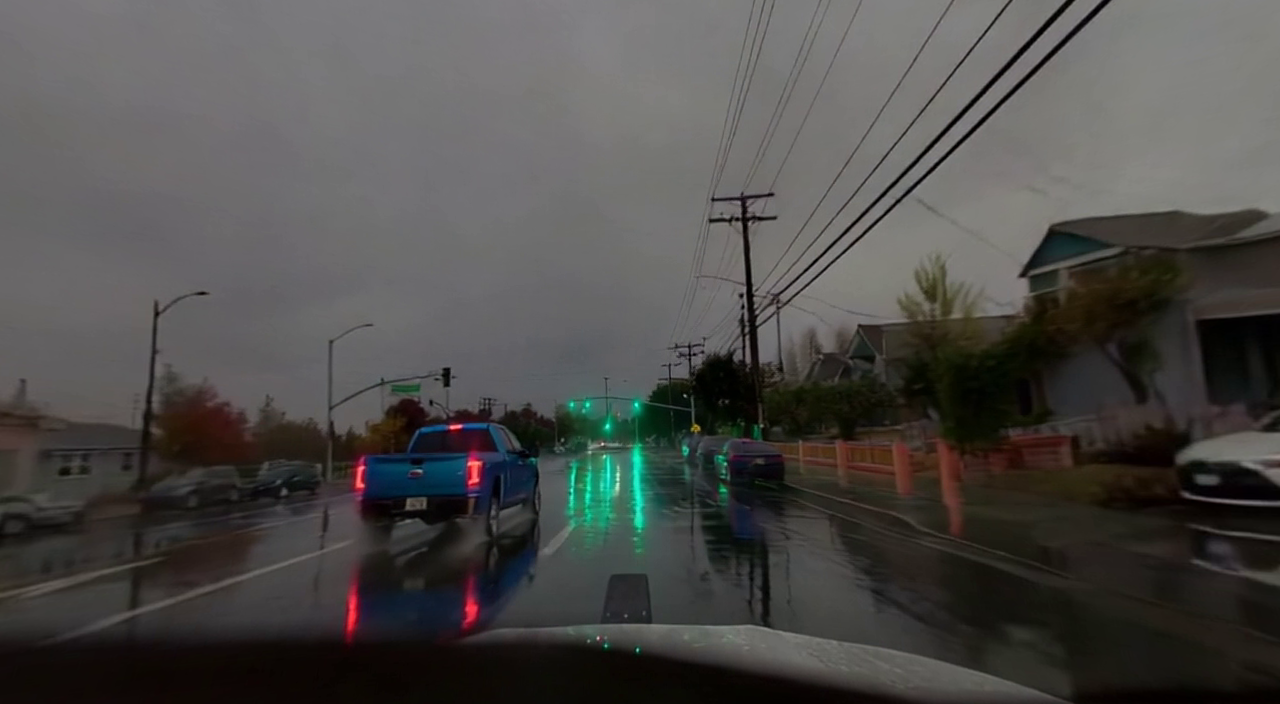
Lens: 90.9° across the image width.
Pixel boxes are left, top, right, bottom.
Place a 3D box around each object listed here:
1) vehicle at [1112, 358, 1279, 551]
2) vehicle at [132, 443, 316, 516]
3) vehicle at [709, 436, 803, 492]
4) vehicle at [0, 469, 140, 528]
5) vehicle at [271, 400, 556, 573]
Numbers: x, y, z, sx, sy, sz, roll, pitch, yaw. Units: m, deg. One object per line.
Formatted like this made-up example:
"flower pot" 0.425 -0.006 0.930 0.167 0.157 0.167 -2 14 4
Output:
"vehicle" 9.002 1.058 6.863 5.715 1.822 2.324 -1 -7 3
"vehicle" -12.115 3.695 18.909 2.089 1.849 4.940 -1 -9 1
"vehicle" 3.446 3.420 19.581 2.012 1.491 4.333 0 -9 -1
"vehicle" -18.945 4.671 20.495 1.820 1.511 4.294 0 -8 0
"vehicle" -2.862 1.880 9.661 2.242 1.890 5.306 -1 -9 2
